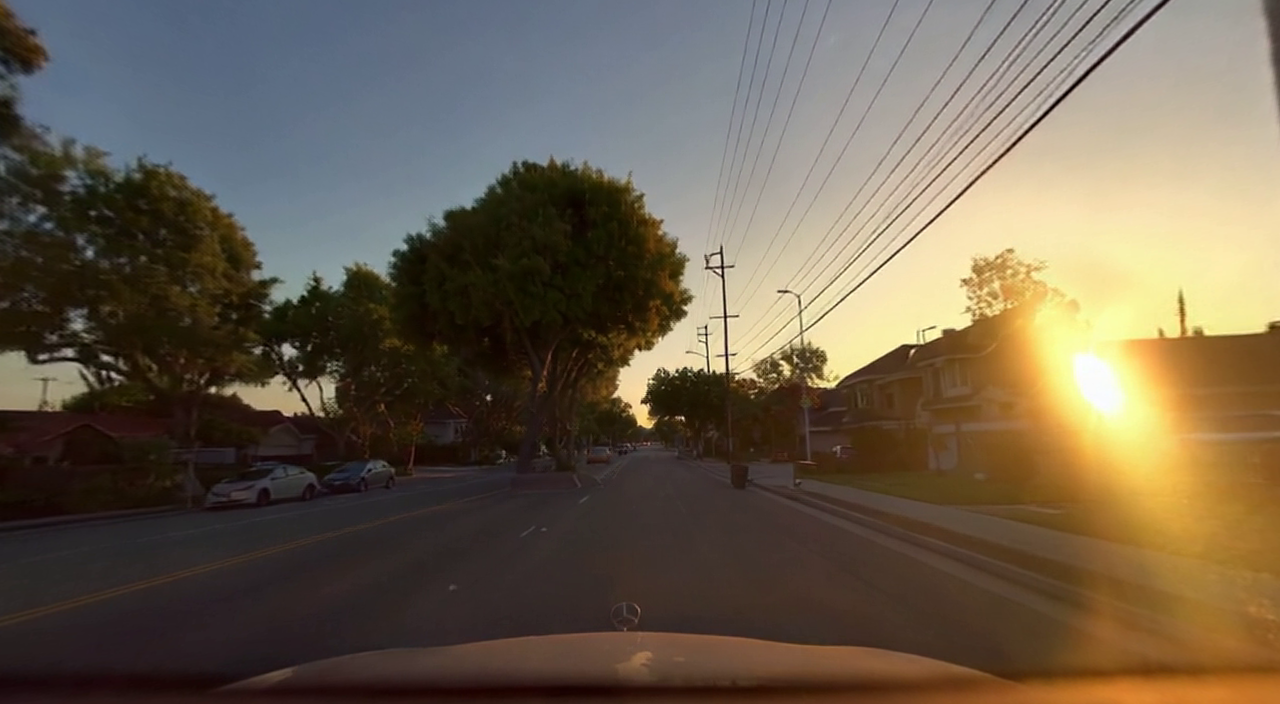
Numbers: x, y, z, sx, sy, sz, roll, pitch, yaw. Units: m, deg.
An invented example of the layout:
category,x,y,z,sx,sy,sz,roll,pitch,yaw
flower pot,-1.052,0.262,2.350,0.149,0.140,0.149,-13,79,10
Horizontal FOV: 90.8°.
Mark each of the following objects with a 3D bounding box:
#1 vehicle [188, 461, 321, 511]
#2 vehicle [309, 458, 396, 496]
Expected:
category,x,y,z,sx,sy,sz,roll,pitch,yaw
vehicle,-13.695,4.751,22.830,1.936,1.489,4.311,-1,-8,3
vehicle,-13.440,5.848,29.825,1.863,1.481,4.363,-3,-9,3
